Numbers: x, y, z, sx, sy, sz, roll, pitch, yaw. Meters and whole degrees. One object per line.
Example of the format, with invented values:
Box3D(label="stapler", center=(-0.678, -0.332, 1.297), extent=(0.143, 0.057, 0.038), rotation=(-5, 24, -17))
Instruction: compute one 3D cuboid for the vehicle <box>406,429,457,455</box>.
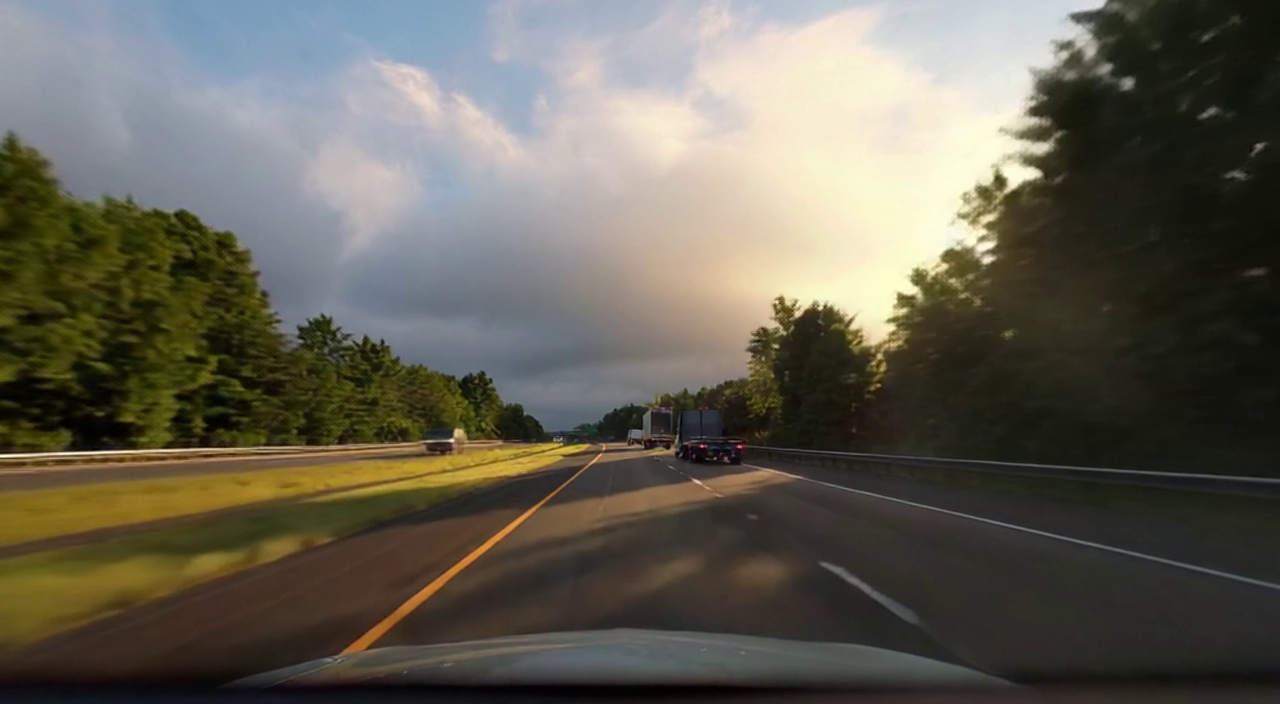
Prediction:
Box3D(label="vehicle", center=(-13.406, 5.826, 40.779), extent=(1.950, 1.598, 4.188), rotation=(0, -8, -2))

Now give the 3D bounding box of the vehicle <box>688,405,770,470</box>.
Box3D(label="vehicle", center=(4.029, 4.061, 30.055), extent=(2.741, 2.716, 6.323), rotation=(0, -8, -2))
